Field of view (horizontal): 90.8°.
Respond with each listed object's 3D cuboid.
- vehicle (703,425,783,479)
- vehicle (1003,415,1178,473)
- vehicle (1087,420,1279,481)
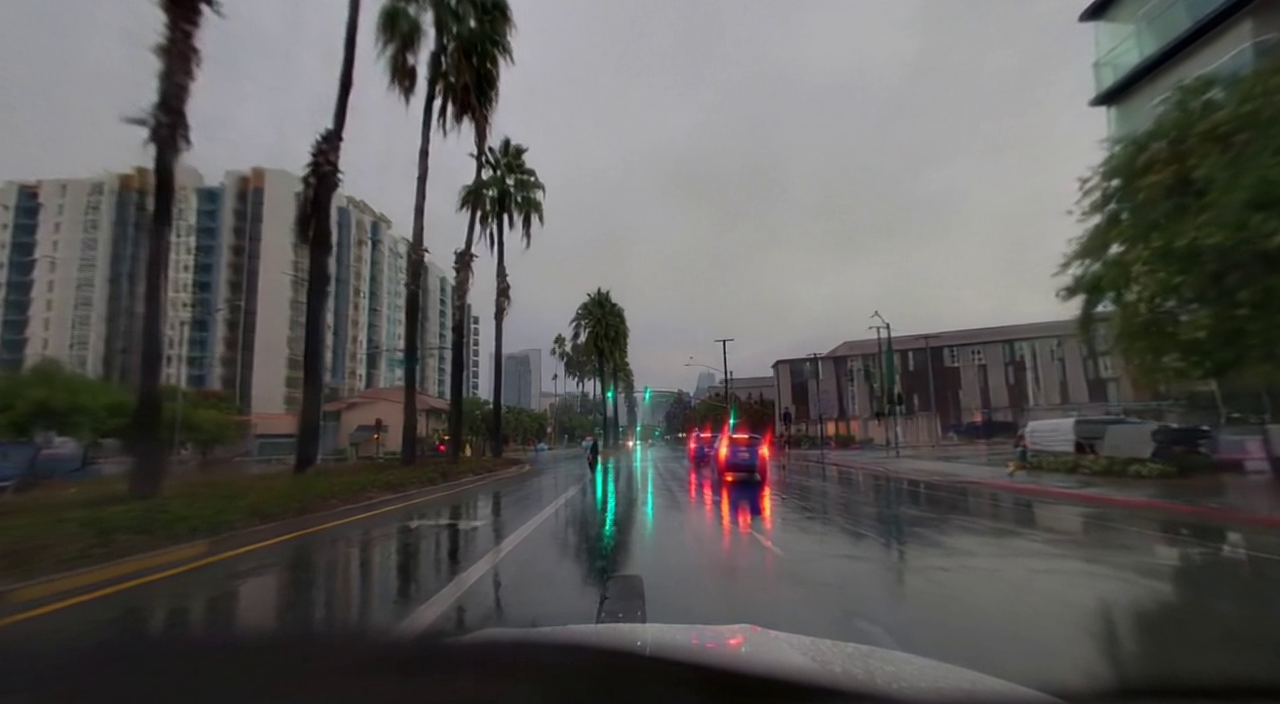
[{"bbox_3d":[3.671,3.687,23.394,2.060,1.756,4.770,0,-8,-1],"label":"vehicle"},{"bbox_3d":[15.437,3.171,21.846,4.503,1.878,2.011,0,-9,-2],"label":"vehicle"},{"bbox_3d":[15.532,2.756,17.843,4.313,1.497,1.870,-2,-8,1],"label":"vehicle"}]
